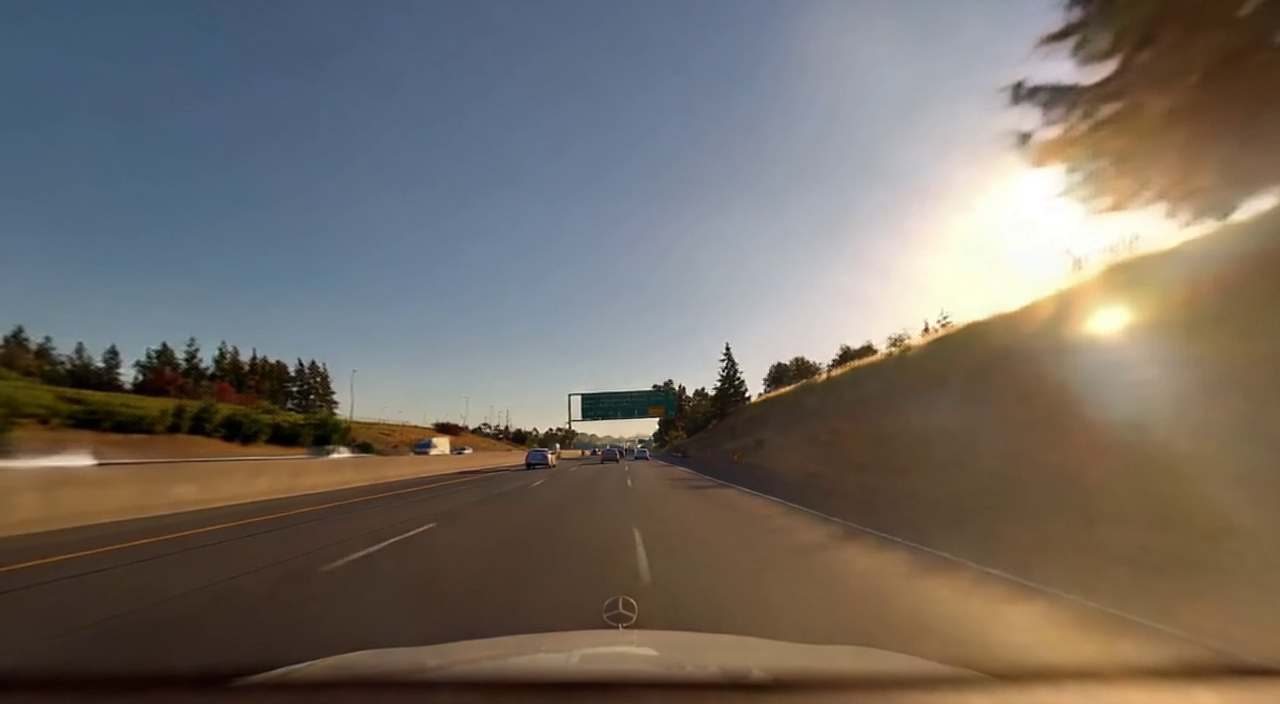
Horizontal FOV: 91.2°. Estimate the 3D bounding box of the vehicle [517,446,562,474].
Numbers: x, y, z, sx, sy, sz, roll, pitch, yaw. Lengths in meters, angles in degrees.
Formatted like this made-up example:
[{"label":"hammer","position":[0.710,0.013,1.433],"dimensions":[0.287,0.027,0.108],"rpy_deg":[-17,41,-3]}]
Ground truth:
[{"label":"vehicle","position":[-5.942,6.459,37.648],"dimensions":[2.028,1.563,4.734],"rpy_deg":[0,-9,-1]}]
